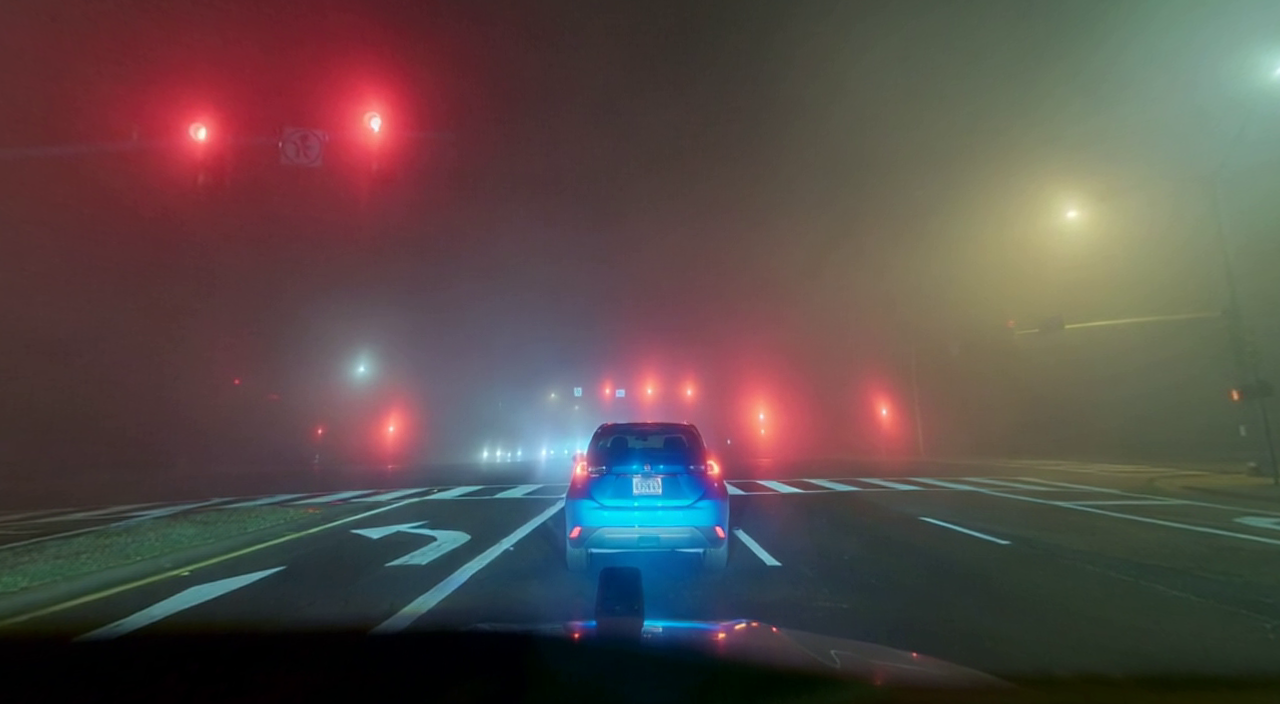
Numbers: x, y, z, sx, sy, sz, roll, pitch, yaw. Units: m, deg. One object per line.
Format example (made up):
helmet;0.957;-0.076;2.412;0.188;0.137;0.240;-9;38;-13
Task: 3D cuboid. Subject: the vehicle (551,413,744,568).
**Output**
vehicle;0.044;1.755;8.712;2.027;1.626;3.942;0;-8;-1
